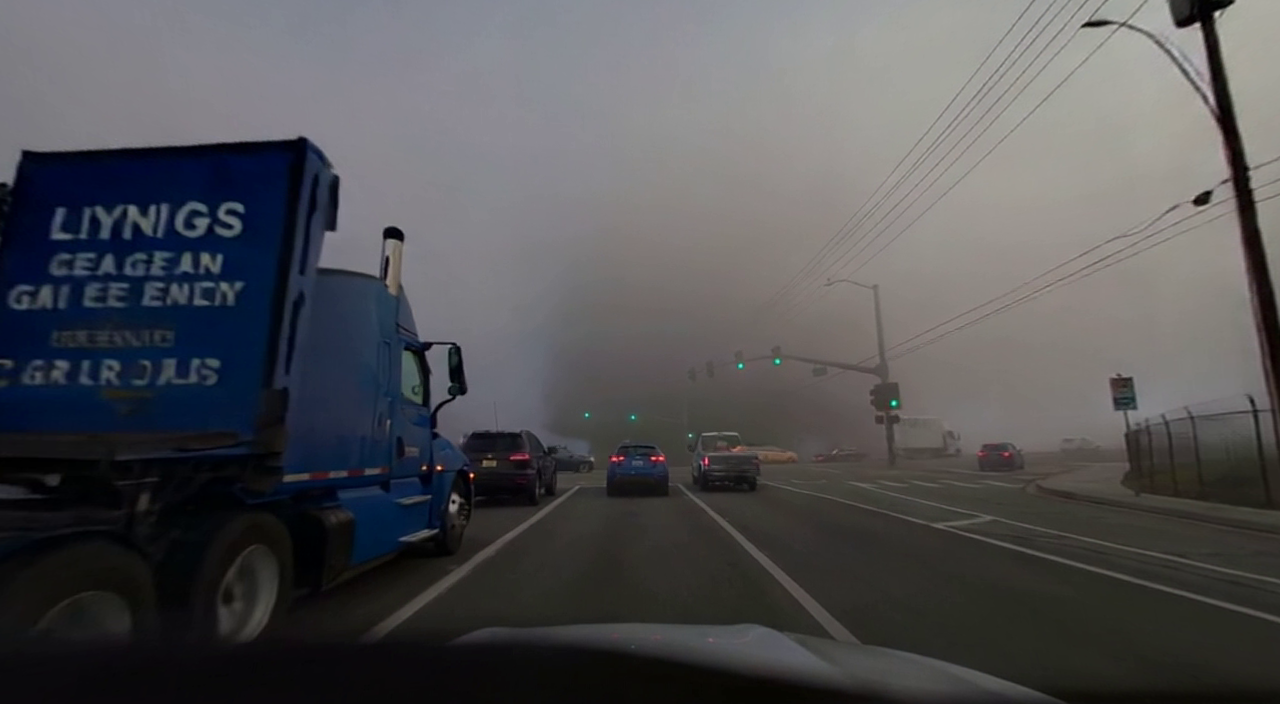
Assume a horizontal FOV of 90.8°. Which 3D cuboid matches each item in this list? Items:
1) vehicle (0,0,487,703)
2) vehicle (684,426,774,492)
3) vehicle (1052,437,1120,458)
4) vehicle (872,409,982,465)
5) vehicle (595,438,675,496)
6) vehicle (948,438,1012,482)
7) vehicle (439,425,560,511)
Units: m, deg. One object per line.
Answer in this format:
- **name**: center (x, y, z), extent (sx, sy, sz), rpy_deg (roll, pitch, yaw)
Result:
- **vehicle**: center (-3.402, 0.293, 4.072), extent (2.889, 3.347, 8.285), rpy_deg (0, -9, -1)
- **vehicle**: center (2.697, 3.404, 20.341), extent (2.086, 1.849, 4.607), rpy_deg (0, -9, -2)
- **vehicle**: center (35.021, 7.479, 49.545), extent (5.208, 1.624, 1.927), rpy_deg (4, -10, -25)
- **vehicle**: center (19.135, 5.674, 42.101), extent (6.670, 3.450, 2.666), rpy_deg (3, -10, -24)
- **vehicle**: center (-0.184, 3.374, 18.846), extent (2.117, 1.499, 4.036), rpy_deg (0, -9, -1)
- **vehicle**: center (14.429, 4.552, 26.940), extent (2.102, 1.662, 4.533), rpy_deg (-5, -10, 27)
- **vehicle**: center (-3.298, 2.832, 15.845), extent (1.994, 1.806, 4.564), rpy_deg (0, -9, 0)
